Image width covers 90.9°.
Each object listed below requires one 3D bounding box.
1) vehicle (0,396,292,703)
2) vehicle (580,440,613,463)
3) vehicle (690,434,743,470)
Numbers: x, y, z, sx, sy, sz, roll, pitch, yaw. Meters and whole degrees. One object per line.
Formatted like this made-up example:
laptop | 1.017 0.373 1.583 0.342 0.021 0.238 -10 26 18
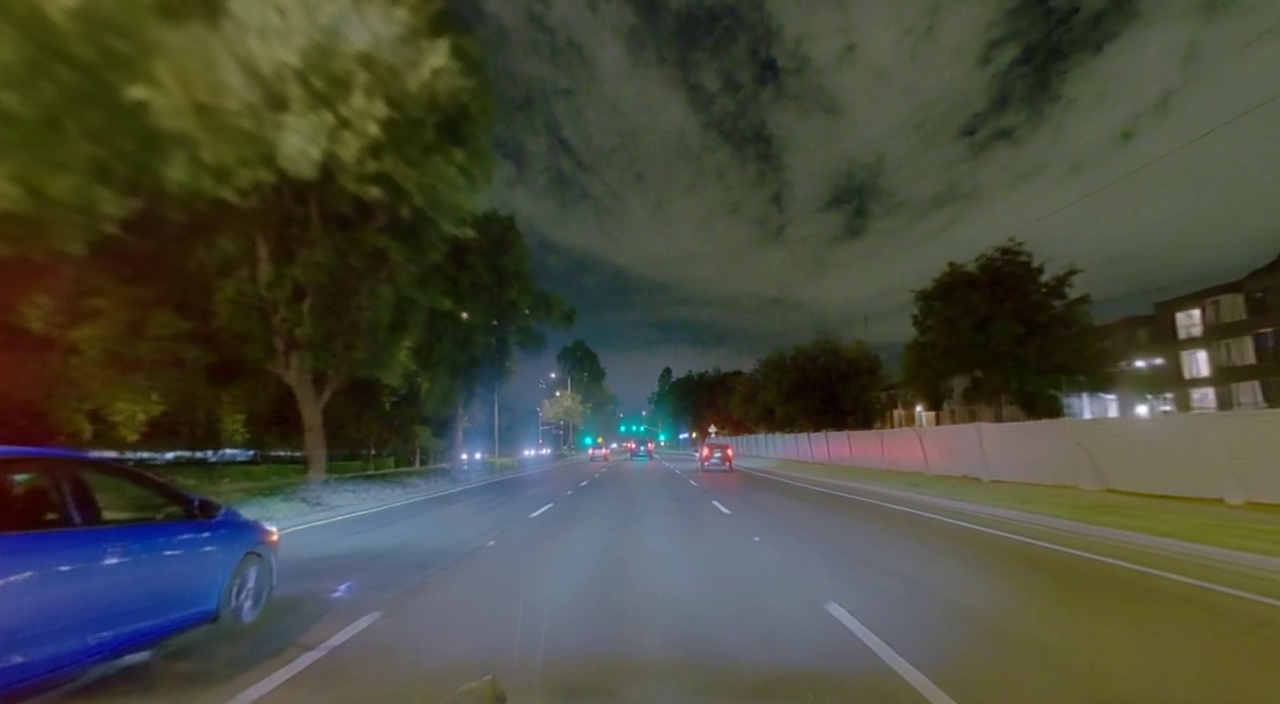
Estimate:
vehicle | -3.659 0.873 2.077 2.091 1.503 4.989 -1 -8 1
vehicle | -2.959 6.858 43.560 1.940 1.473 4.133 -1 -8 1
vehicle | 3.851 5.133 32.467 2.182 1.688 4.187 0 -8 -1
